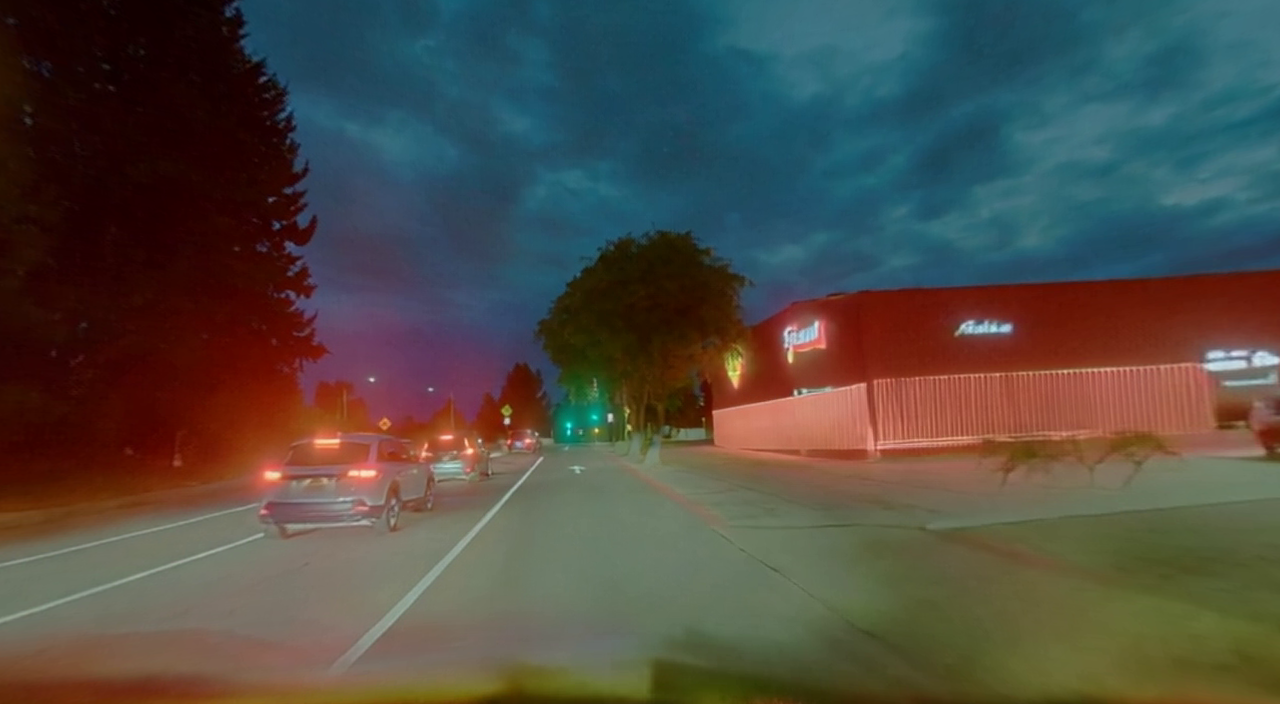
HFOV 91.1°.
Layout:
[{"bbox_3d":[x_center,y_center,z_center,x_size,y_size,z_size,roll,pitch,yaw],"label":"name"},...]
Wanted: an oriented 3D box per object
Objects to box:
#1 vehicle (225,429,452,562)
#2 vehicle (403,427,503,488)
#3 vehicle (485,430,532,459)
[{"bbox_3d":[-4.216,1.986,9.614,1.768,1.539,4.147,1,-8,-6],"label":"vehicle"},{"bbox_3d":[-5.071,2.886,17.646,1.853,1.478,4.381,0,-8,-5],"label":"vehicle"},{"bbox_3d":[-7.021,4.985,33.997,1.962,1.424,4.289,0,-8,-5],"label":"vehicle"}]
